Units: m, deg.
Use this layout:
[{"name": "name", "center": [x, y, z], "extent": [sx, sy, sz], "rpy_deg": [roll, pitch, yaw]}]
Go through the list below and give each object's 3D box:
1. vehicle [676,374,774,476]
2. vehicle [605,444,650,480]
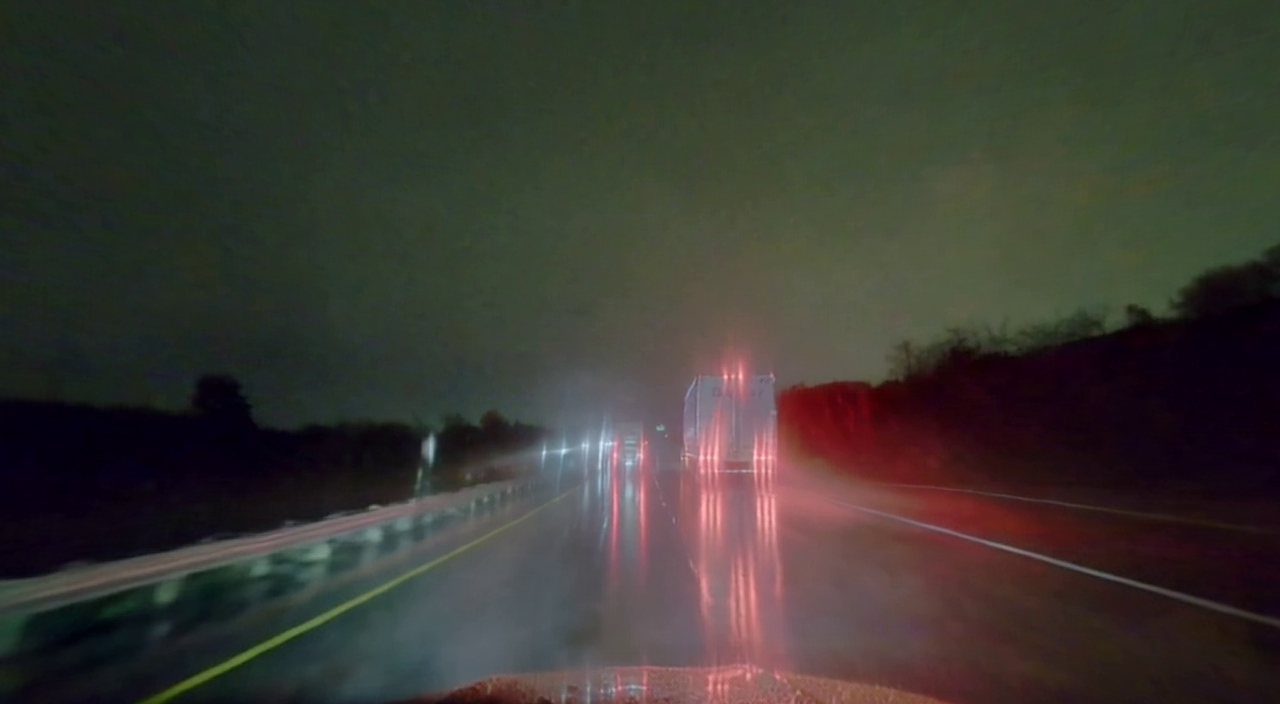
[{"name": "vehicle", "center": [3.958, 4.155, 33.433], "extent": [3.167, 4.180, 14.924], "rpy_deg": [1, -9, 0]}, {"name": "vehicle", "center": [-0.572, 5.585, 32.092], "extent": [2.160, 1.691, 4.243], "rpy_deg": [0, -9, 1]}]
